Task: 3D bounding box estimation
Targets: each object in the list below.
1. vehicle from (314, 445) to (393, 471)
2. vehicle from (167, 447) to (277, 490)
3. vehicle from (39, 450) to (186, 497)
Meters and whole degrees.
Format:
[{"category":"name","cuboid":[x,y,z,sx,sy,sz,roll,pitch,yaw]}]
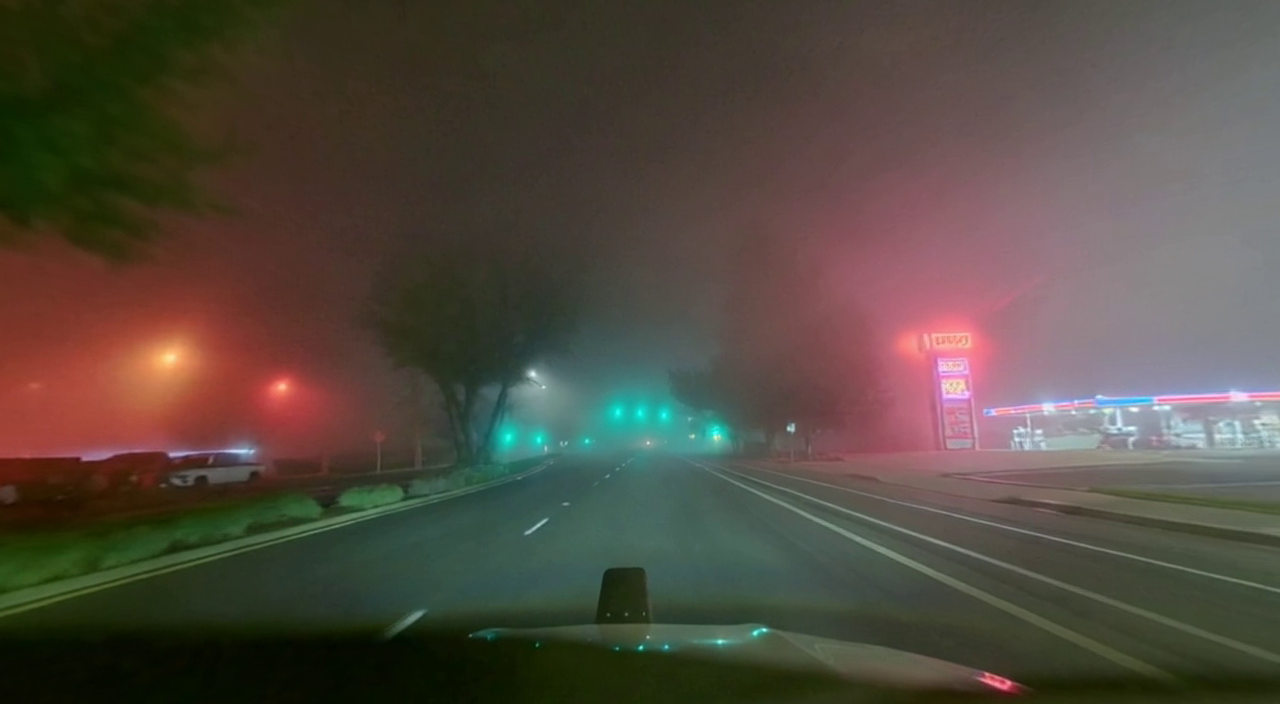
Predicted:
[{"category":"vehicle","cuboid":[-22.584,8.344,49.865,5.215,1.887,2.213,0,-9,-8]},{"category":"vehicle","cuboid":[-24.180,6.712,36.594,5.040,2.072,1.949,-3,-6,0]},{"category":"vehicle","cuboid":[-23.758,5.460,28.526,4.634,1.977,2.282,-1,-9,3]}]
